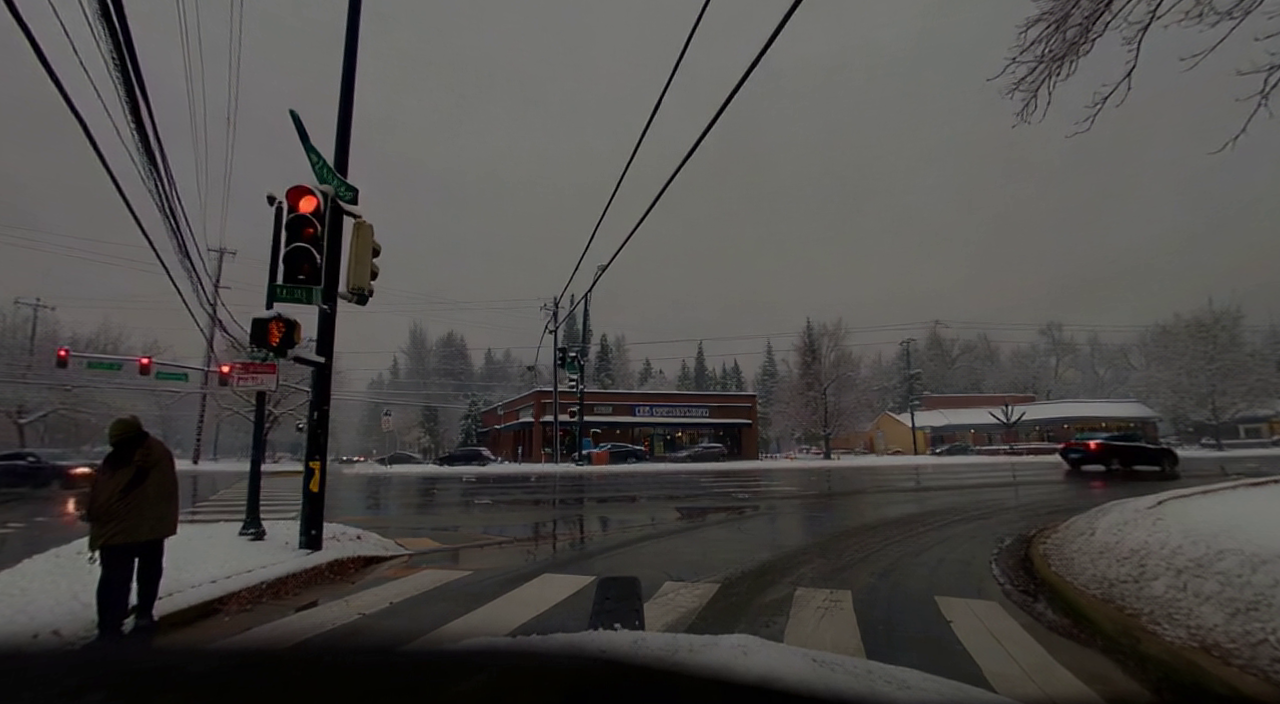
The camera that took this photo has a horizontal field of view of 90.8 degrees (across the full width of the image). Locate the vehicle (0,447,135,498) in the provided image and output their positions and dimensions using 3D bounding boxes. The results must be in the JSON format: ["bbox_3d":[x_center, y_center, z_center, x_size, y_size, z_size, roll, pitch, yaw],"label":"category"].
[{"bbox_3d":[-18.932,3.774,20.188,4.700,1.479,2.095,-3,-9,20],"label":"vehicle"}]

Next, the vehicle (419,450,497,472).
[{"bbox_3d":[-12.590,7.516,43.737,4.837,1.407,1.818,4,-9,-26],"label":"vehicle"}]

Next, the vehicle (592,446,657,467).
[{"bbox_3d":[-1.147,7.550,45.810,4.391,1.451,1.717,4,-9,-26],"label":"vehicle"}]

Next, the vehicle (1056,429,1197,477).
[{"bbox_3d":[18.337,3.782,23.830,4.530,1.648,2.075,3,-9,-22],"label":"vehicle"}]

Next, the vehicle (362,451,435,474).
[{"bbox_3d":[-17.224,7.850,45.098,4.623,1.471,1.805,4,-9,-26],"label":"vehicle"}]
